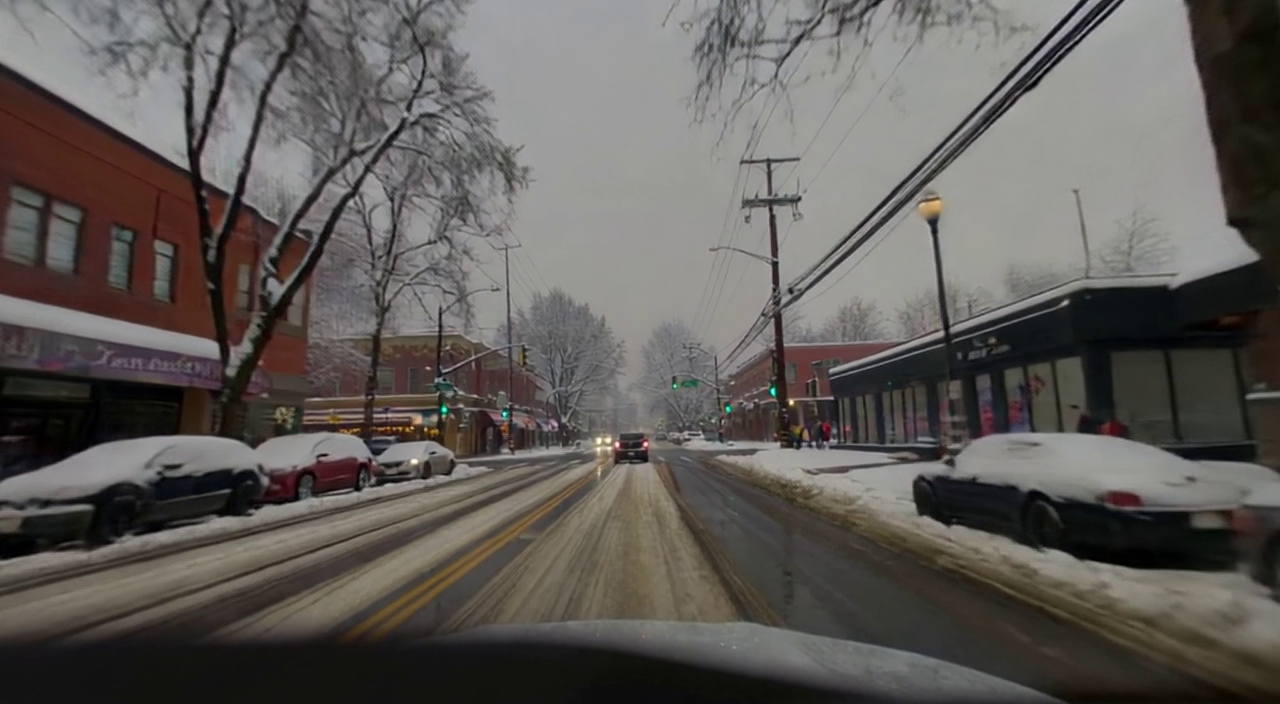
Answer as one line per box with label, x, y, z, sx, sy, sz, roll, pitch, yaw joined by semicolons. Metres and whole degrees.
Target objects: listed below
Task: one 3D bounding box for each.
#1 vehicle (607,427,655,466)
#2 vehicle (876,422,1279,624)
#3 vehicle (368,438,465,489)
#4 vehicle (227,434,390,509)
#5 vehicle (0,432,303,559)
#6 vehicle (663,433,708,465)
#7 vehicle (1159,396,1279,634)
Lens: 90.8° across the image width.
vehicle;-0.461;4.928;33.073;2.301;1.854;4.919;0;-8;-1
vehicle;5.530;1.900;8.509;2.266;1.705;5.998;0;-8;-1
vehicle;-9.675;4.852;27.994;2.048;1.985;6.011;0;-9;0
vehicle;-9.655;3.486;19.081;1.980;1.931;5.487;0;-8;-1
vehicle;-9.381;2.612;12.401;2.305;1.883;5.580;0;-9;2
vehicle;2.385;5.201;34.005;1.998;1.580;4.015;0;-8;-1
vehicle;5.871;1.017;3.291;2.070;1.761;4.848;0;-8;-2
